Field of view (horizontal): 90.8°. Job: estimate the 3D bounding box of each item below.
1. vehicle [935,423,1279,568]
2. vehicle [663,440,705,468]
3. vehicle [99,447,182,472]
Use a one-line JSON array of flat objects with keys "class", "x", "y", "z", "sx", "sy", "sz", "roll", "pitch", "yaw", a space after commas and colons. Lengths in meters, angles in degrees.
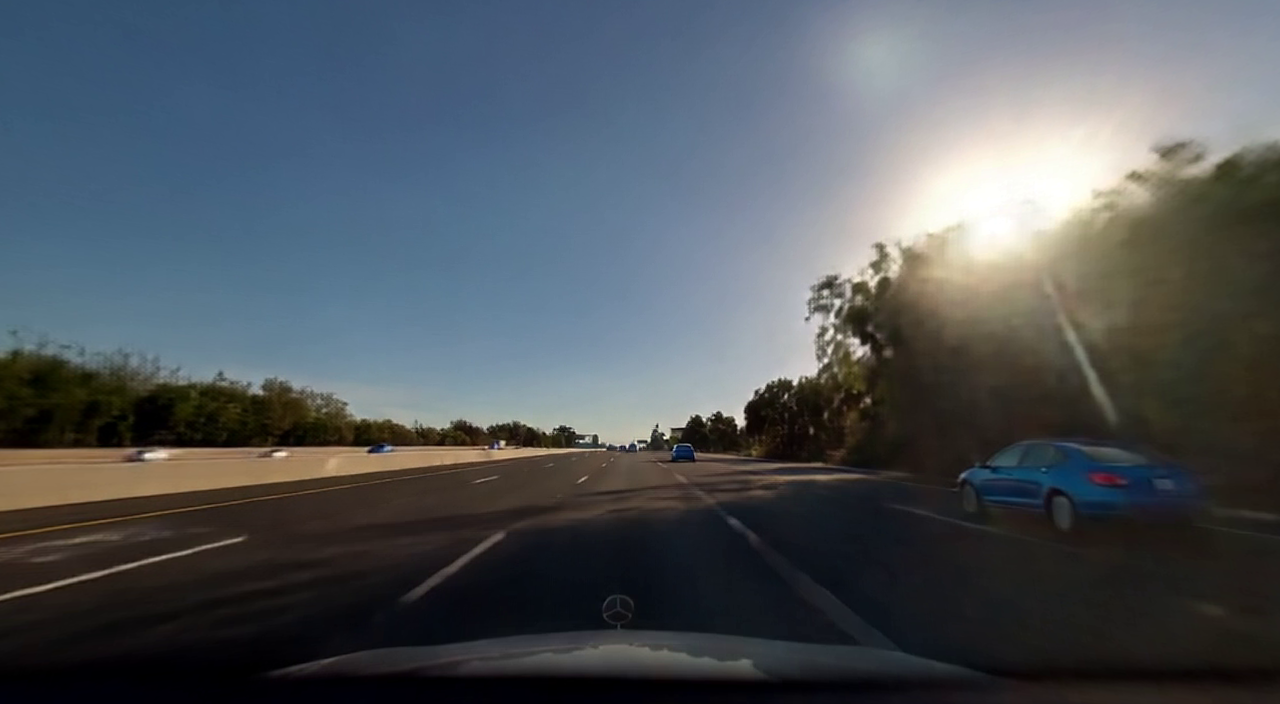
[{"class": "vehicle", "x": 6.720, "y": 1.900, "z": 9.313, "sx": 2.227, "sy": 1.522, "sz": 5.041, "roll": 0, "pitch": -8, "yaw": -1}, {"class": "vehicle", "x": 2.639, "y": 6.254, "z": 38.963, "sx": 2.270, "sy": 1.615, "sz": 3.770, "roll": 0, "pitch": -8, "yaw": -1}, {"class": "vehicle", "x": -36.464, "y": 7.832, "z": 46.304, "sx": 2.247, "sy": 1.650, "sz": 4.739, "roll": 0, "pitch": -8, "yaw": 0}]
